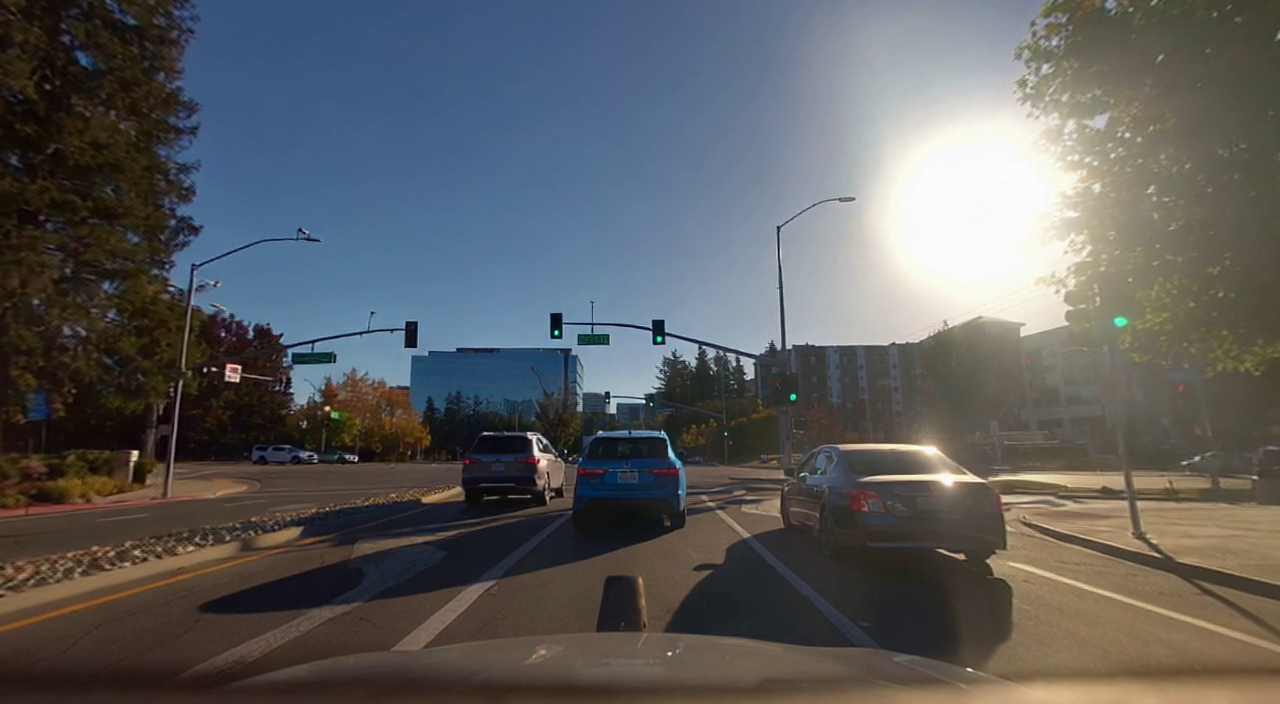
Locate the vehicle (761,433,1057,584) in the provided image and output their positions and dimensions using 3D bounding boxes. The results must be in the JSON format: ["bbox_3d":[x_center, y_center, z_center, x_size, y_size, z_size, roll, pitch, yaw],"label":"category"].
[{"bbox_3d":[3.081,1.877,8.483,2.056,1.468,4.520,0,-8,1],"label":"vehicle"}]

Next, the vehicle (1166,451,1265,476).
[{"bbox_3d":[40.424,7.826,44.205,4.705,1.631,2.053,-1,-8,5],"label":"vehicle"}]

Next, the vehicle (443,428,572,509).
[{"bbox_3d":[-2.944,2.689,14.922,1.987,1.633,4.005,0,-8,3],"label":"vehicle"}]

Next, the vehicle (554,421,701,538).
[{"bbox_3d":[-0.171,2.151,11.206,2.108,1.654,4.235,0,-8,0],"label":"vehicle"}]
